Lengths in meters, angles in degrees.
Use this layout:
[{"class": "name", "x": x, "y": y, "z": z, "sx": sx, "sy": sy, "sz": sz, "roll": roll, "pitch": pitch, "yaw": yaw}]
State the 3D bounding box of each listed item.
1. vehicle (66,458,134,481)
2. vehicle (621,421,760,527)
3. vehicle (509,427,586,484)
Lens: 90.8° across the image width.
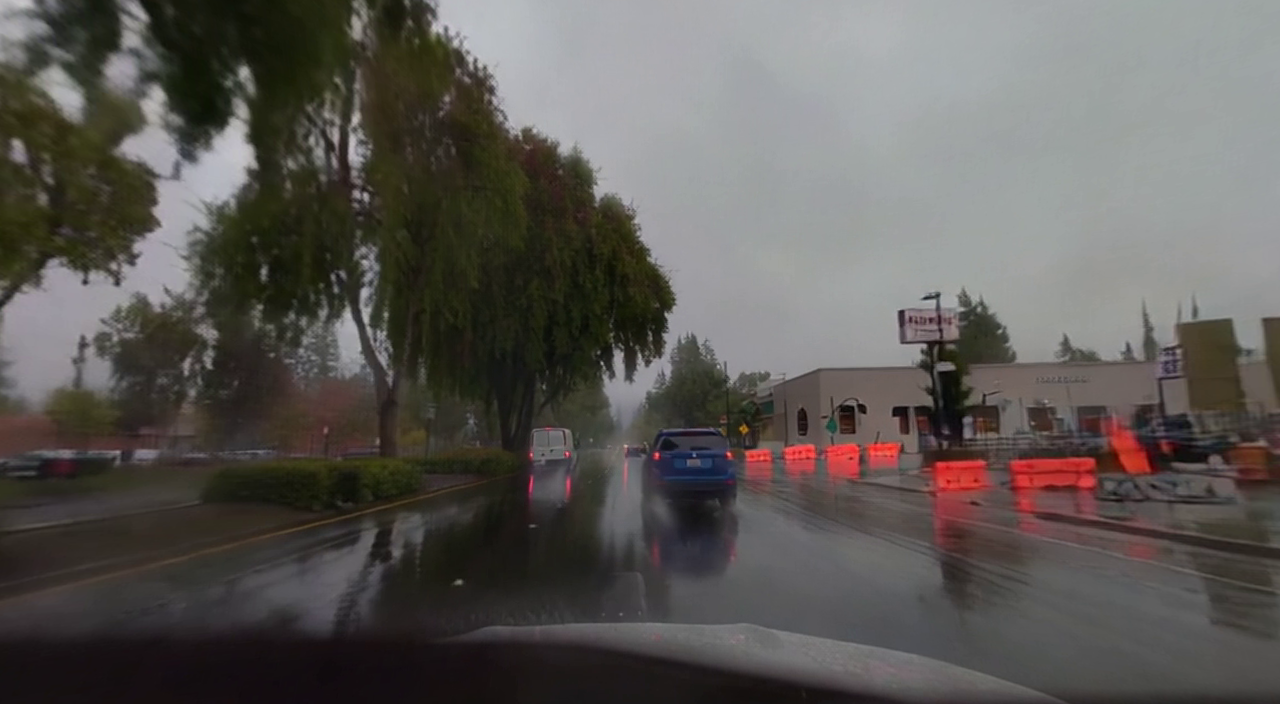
[{"class": "vehicle", "x": -38.343, "y": 8.329, "z": 45.004, "sx": 1.821, "sy": 1.463, "sz": 4.434, "roll": 2, "pitch": -9, "yaw": -15}, {"class": "vehicle", "x": 0.769, "y": 2.327, "z": 12.572, "sx": 2.168, "sy": 1.725, "sz": 4.192, "roll": 0, "pitch": -9, "yaw": -4}, {"class": "vehicle", "x": -3.588, "y": 4.186, "z": 25.780, "sx": 2.357, "sy": 2.063, "sz": 5.488, "roll": 0, "pitch": -8, "yaw": 0}]
